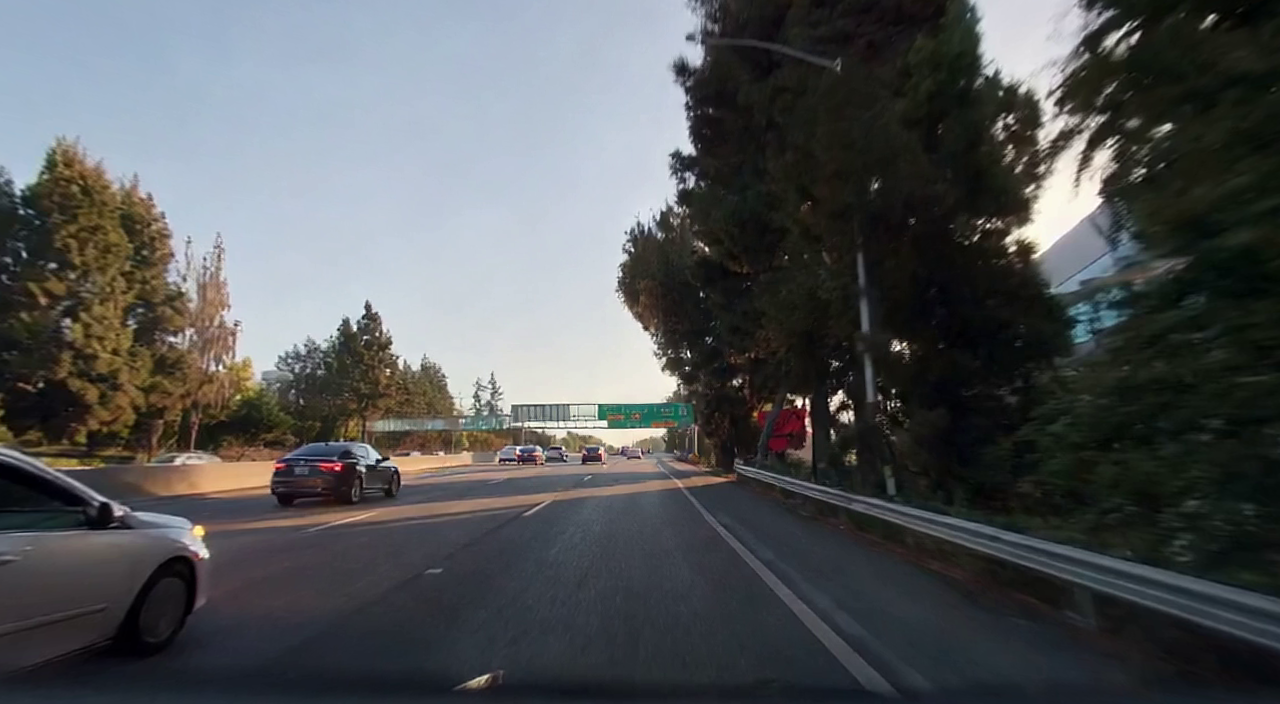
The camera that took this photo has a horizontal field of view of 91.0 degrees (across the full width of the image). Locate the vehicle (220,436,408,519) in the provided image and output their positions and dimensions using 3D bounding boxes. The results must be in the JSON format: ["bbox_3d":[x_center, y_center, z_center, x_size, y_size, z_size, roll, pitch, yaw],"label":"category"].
[{"bbox_3d":[-7.530,2.919,15.219,2.071,1.661,4.540,0,-9,0],"label":"vehicle"}]

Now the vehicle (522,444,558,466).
[{"bbox_3d":[-7.690,7.970,48.850,2.075,1.642,4.638,0,-8,0],"label":"vehicle"}]

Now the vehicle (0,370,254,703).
[{"bbox_3d":[-3.919,0.876,2.314,2.036,1.717,4.592,0,-9,1],"label":"vehicle"}]
